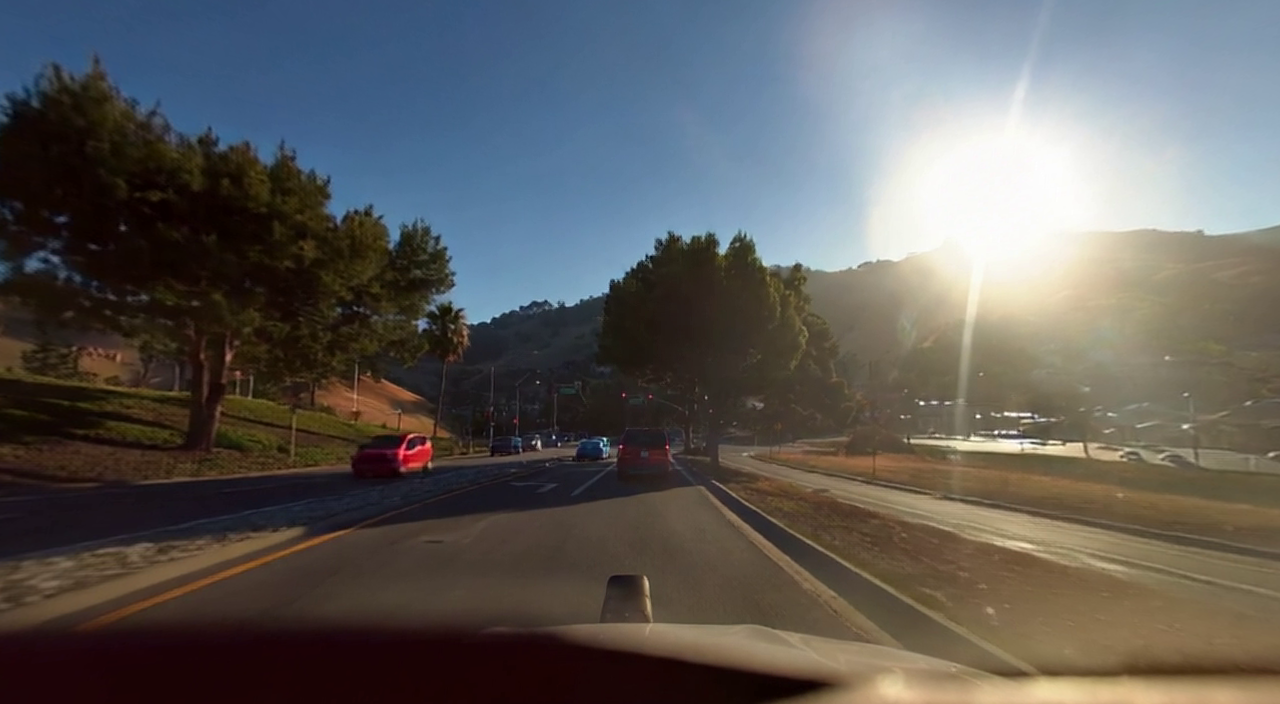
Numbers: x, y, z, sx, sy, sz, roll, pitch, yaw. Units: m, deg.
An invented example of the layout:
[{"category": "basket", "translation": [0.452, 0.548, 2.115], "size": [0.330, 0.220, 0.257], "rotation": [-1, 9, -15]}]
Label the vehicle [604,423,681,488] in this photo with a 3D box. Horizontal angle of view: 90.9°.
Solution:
[{"category": "vehicle", "translation": [0.089, 3.308, 20.345], "size": [2.185, 1.822, 4.391], "rotation": [0, -9, 0]}]
